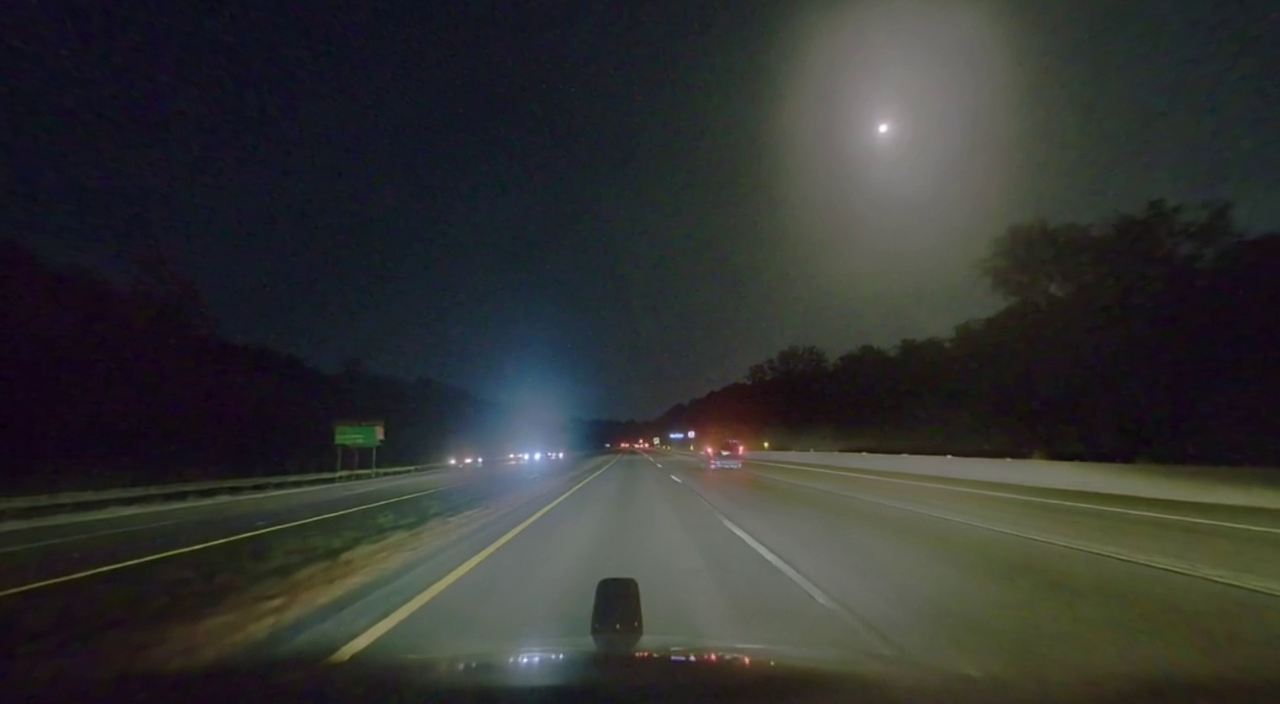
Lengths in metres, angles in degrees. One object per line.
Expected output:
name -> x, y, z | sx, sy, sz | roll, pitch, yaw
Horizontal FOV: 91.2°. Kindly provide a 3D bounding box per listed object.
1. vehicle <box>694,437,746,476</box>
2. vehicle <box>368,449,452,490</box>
vehicle -> 3.536, 4.675, 28.287 | 1.972, 1.614, 4.025 | -1, -9, 2
vehicle -> -9.771, 5.016, 27.058 | 1.967, 1.569, 4.519 | 0, -9, -1
